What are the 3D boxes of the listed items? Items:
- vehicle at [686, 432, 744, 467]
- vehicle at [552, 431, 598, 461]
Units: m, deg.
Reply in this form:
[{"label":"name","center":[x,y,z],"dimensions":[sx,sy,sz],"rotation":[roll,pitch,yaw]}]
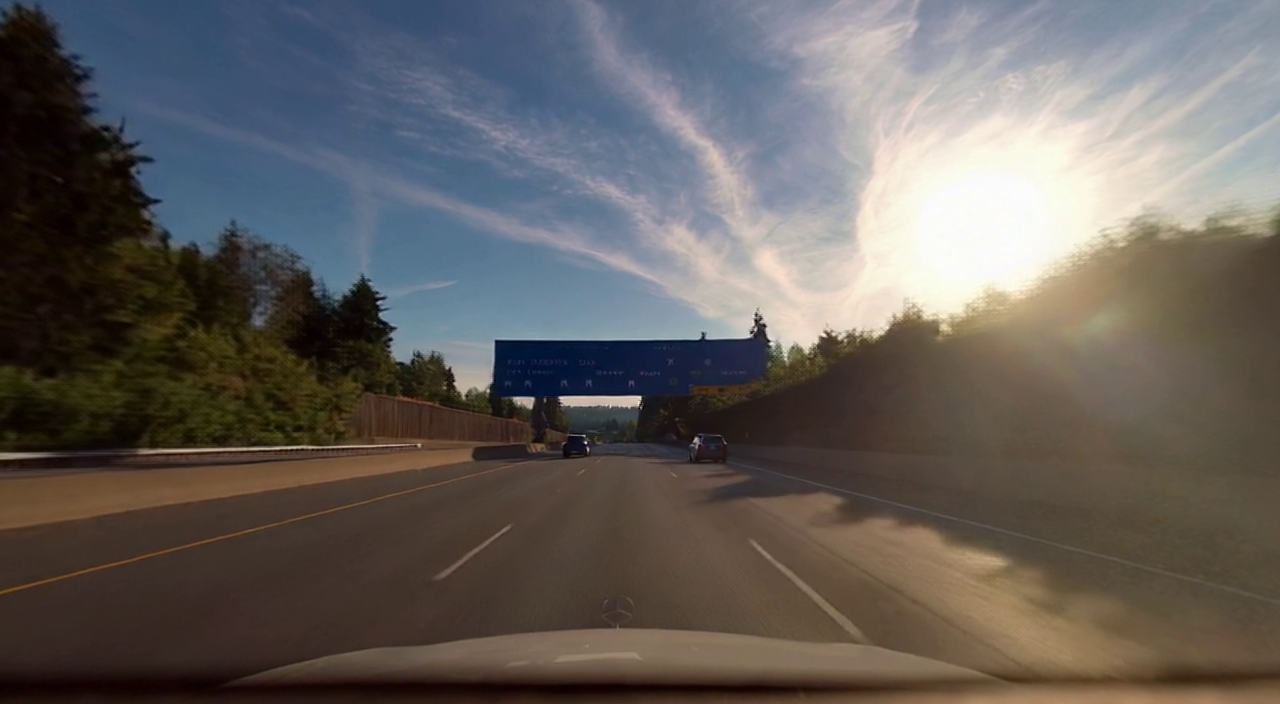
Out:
[{"label":"vehicle","center":[3.438,4.570,29.725],"dimensions":[2.077,1.523,4.539],"rotation":[0,-8,-2]},{"label":"vehicle","center":[-3.755,5.508,37.111],"dimensions":[2.219,1.660,4.153],"rotation":[0,-8,0]}]
